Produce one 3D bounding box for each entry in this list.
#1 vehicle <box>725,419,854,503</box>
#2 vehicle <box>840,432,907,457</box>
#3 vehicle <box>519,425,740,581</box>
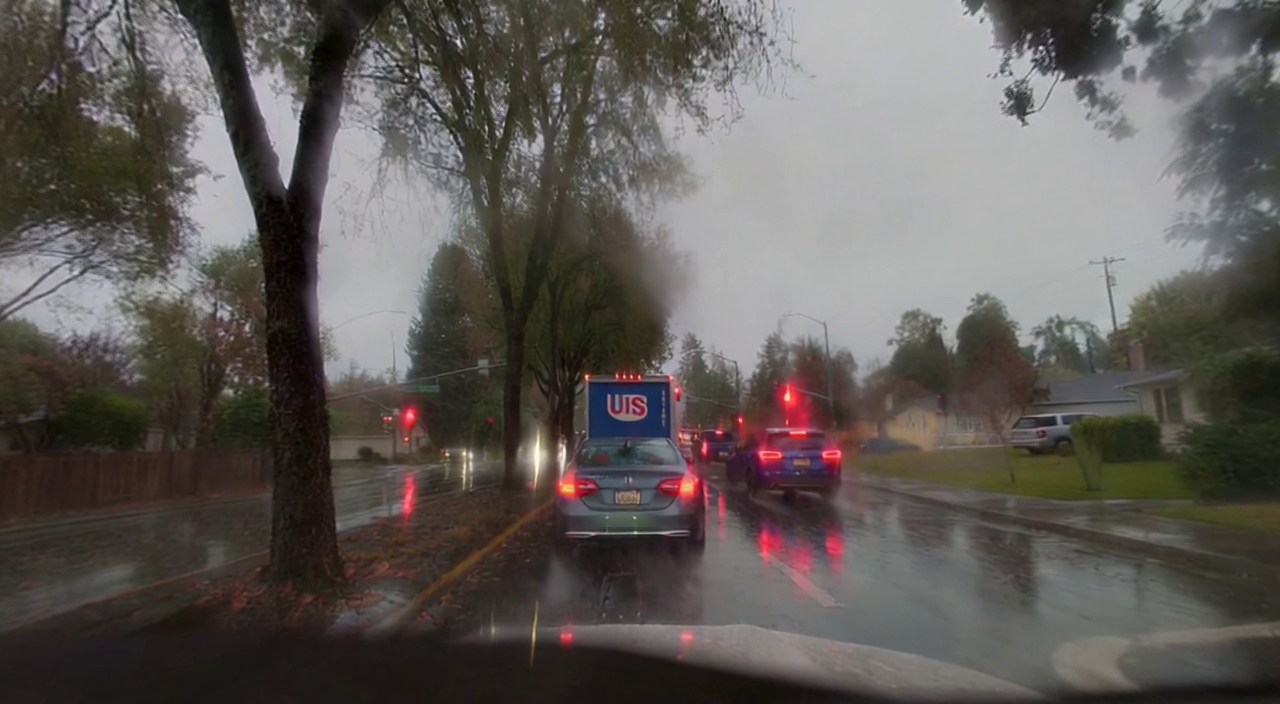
[{"bbox_3d":[3.625,2.747,16.311,2.145,1.847,4.524,0,-8,-1],"label":"vehicle"},{"bbox_3d":[16.704,6.627,45.252,4.033,1.778,2.015,2,-9,-15],"label":"vehicle"},{"bbox_3d":[-0.149,1.775,8.291,2.135,1.483,4.207,0,-8,-1],"label":"vehicle"}]
